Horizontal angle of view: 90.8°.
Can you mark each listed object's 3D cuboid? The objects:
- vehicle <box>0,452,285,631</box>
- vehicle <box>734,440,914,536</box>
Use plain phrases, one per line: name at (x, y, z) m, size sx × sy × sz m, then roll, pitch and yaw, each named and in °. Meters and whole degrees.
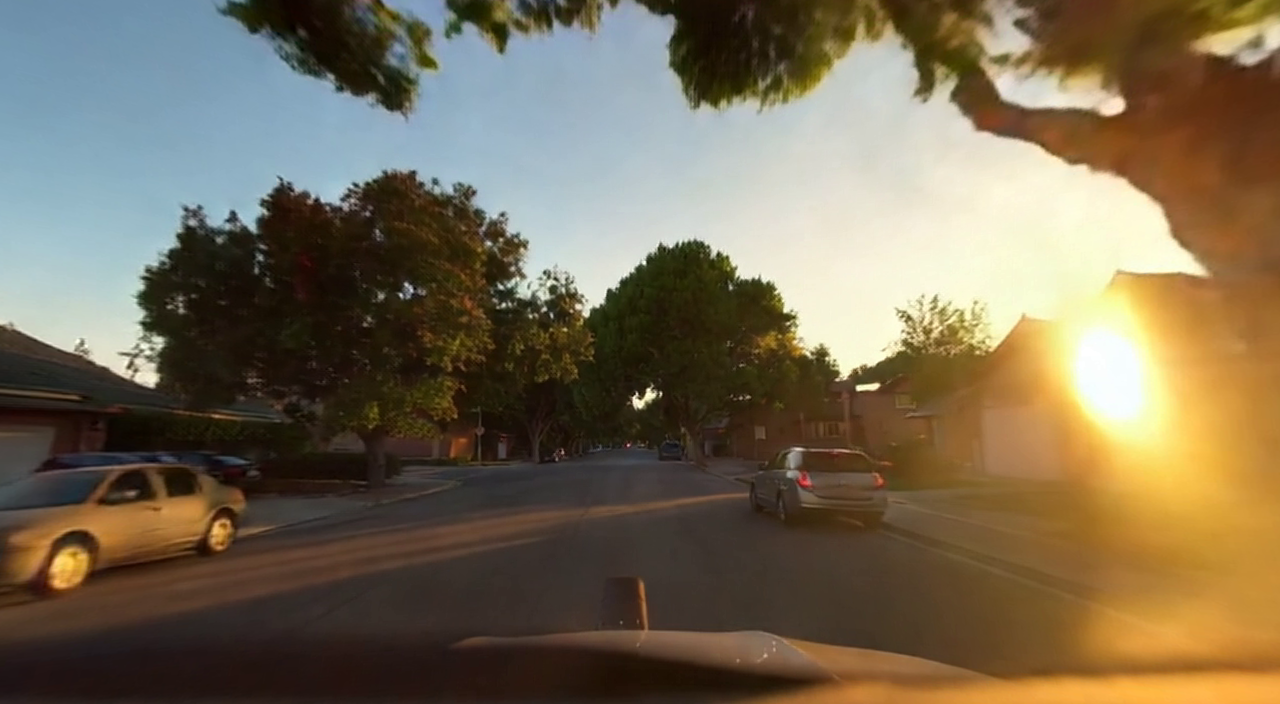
vehicle at (-6.639, 2.010, 7.760) m, size 2.035 × 1.480 × 4.508 m, roll 0°, pitch -8°, yaw -2°
vehicle at (3.234, 2.467, 12.171) m, size 1.986 × 1.476 × 4.306 m, roll 0°, pitch -8°, yaw -3°
